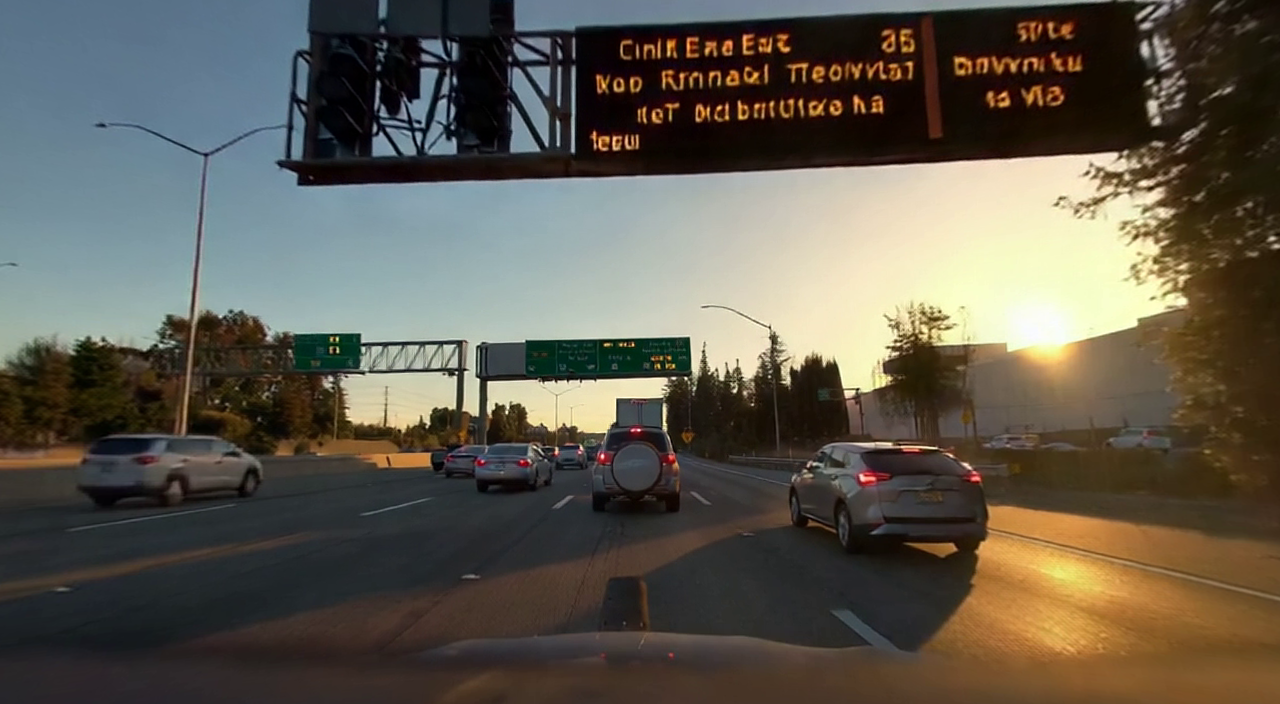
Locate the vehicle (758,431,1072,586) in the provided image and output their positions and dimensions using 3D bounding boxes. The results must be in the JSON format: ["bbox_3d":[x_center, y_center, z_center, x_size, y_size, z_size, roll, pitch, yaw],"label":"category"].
[{"bbox_3d":[3.099,1.854,8.399,2.018,1.470,4.491,0,-9,-2],"label":"vehicle"}]

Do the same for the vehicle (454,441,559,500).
[{"bbox_3d":[-3.618,3.278,17.863,2.005,1.458,4.143,0,-9,1],"label":"vehicle"}]

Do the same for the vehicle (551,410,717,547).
[{"bbox_3d":[-0.088,1.953,10.279,2.152,1.779,3.924,0,-9,0],"label":"vehicle"}]

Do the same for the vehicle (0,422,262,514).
[{"bbox_3d":[-11.058,2.543,14.281,2.129,1.720,4.547,0,-9,0],"label":"vehicle"}]

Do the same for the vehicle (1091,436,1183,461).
[{"bbox_3d":[32.551,6.356,41.456,1.805,1.536,4.325,3,-9,-19],"label":"vehicle"}]
